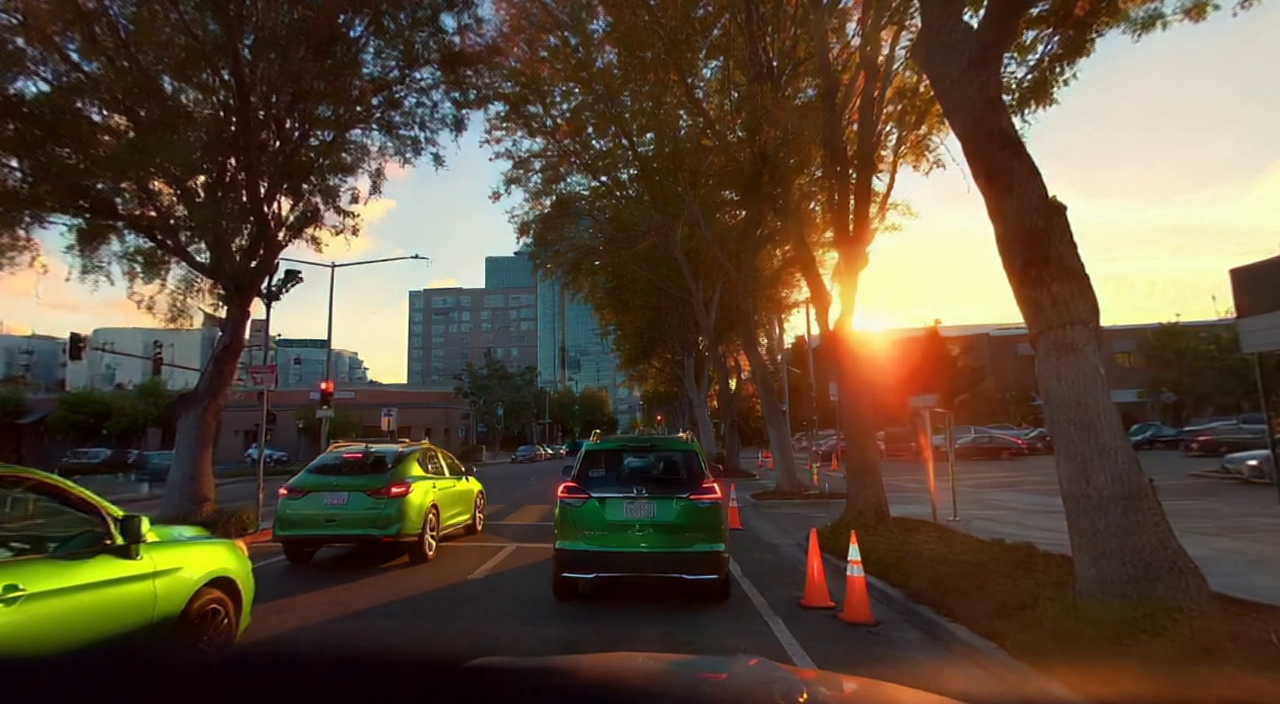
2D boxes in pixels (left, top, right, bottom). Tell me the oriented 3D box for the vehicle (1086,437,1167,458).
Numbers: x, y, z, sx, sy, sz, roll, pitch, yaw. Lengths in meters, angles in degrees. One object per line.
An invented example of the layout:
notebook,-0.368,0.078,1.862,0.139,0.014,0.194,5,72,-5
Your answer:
vehicle,36.438,7.170,47.196,4.581,1.480,1.752,1,-9,0

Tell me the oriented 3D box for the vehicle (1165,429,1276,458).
vehicle,37.529,5.914,40.816,5.043,1.759,2.085,0,-9,1

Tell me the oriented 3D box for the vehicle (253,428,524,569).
vehicle,-3.268,1.998,9.439,1.989,1.541,4.626,0,-9,2

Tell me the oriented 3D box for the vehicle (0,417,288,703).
vehicle,-3.593,0.947,2.144,1.964,1.497,4.722,0,-9,1

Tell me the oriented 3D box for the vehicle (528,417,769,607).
vehicle,0.116,1.627,7.207,2.021,1.560,3.676,0,-9,1
